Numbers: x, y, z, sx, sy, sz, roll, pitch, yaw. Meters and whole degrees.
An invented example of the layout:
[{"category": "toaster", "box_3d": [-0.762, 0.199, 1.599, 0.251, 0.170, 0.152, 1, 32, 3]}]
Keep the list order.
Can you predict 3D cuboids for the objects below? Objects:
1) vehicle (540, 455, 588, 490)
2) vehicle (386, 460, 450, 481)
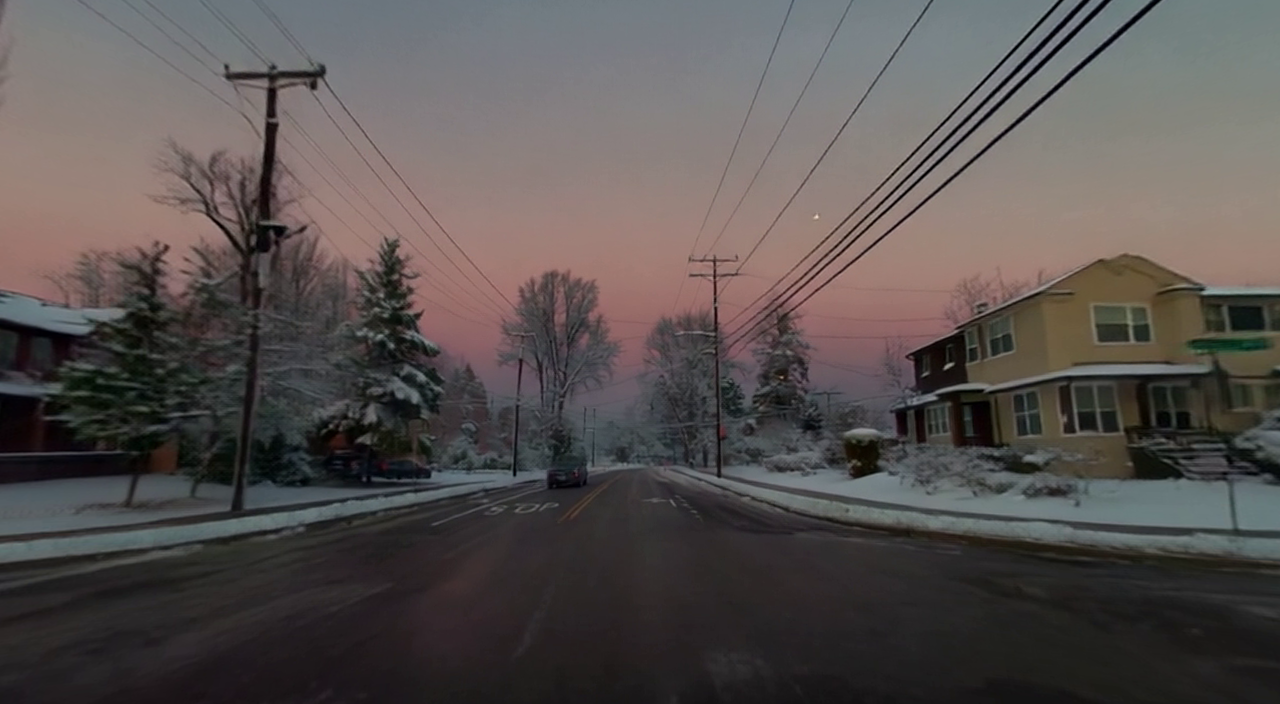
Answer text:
[{"category": "vehicle", "box_3d": [-3.888, 6.239, 32.979, 1.935, 1.595, 3.972, 0, -9, 1]}, {"category": "vehicle", "box_3d": [-16.707, 8.944, 47.736, 4.199, 1.510, 2.058, 2, -9, -10]}]
